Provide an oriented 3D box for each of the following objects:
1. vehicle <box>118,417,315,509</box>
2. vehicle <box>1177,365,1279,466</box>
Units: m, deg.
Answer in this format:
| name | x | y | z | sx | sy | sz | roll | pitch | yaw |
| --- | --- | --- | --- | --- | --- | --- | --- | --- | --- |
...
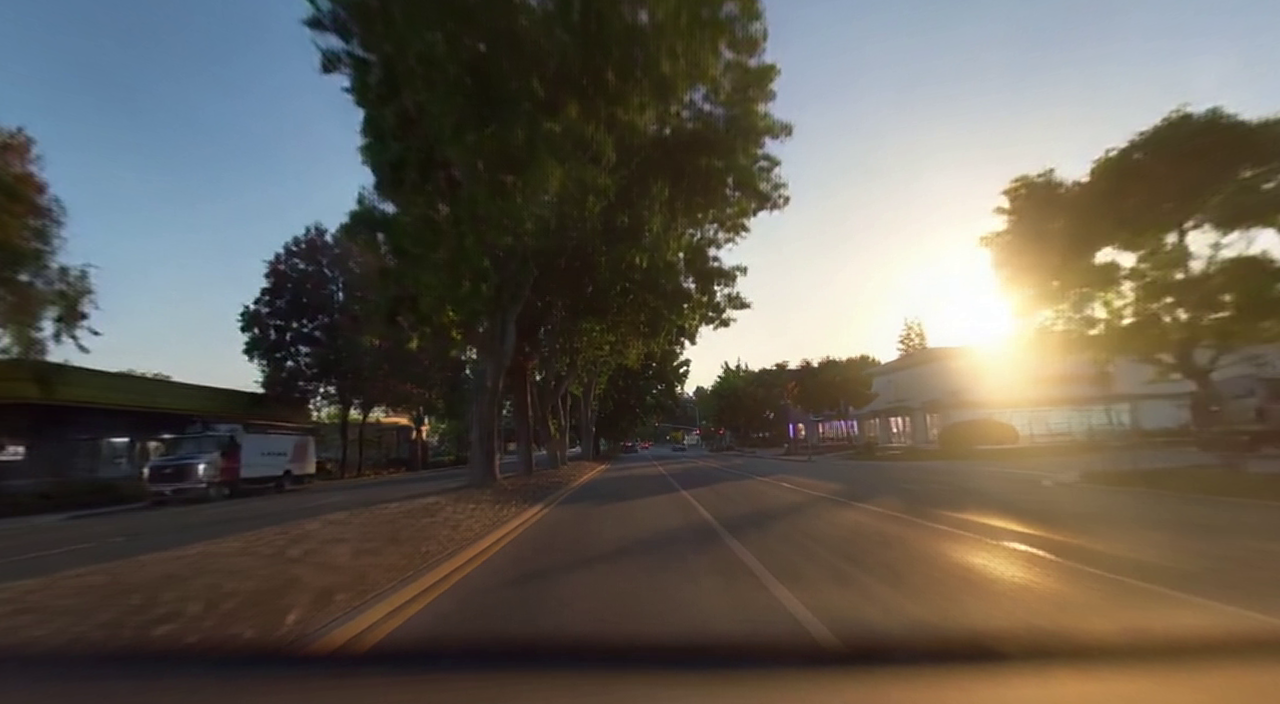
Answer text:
| name | x | y | z | sx | sy | sz | roll | pitch | yaw |
| --- | --- | --- | --- | --- | --- | --- | --- | --- | --- |
| vehicle | -19.587 | 5.188 | 30.339 | 2.966 | 3.698 | 9.217 | 0 | -9 | 0 |
| vehicle | 28.945 | 2.978 | 28.699 | 8.627 | 4.134 | 2.881 | 3 | -9 | -22 |
